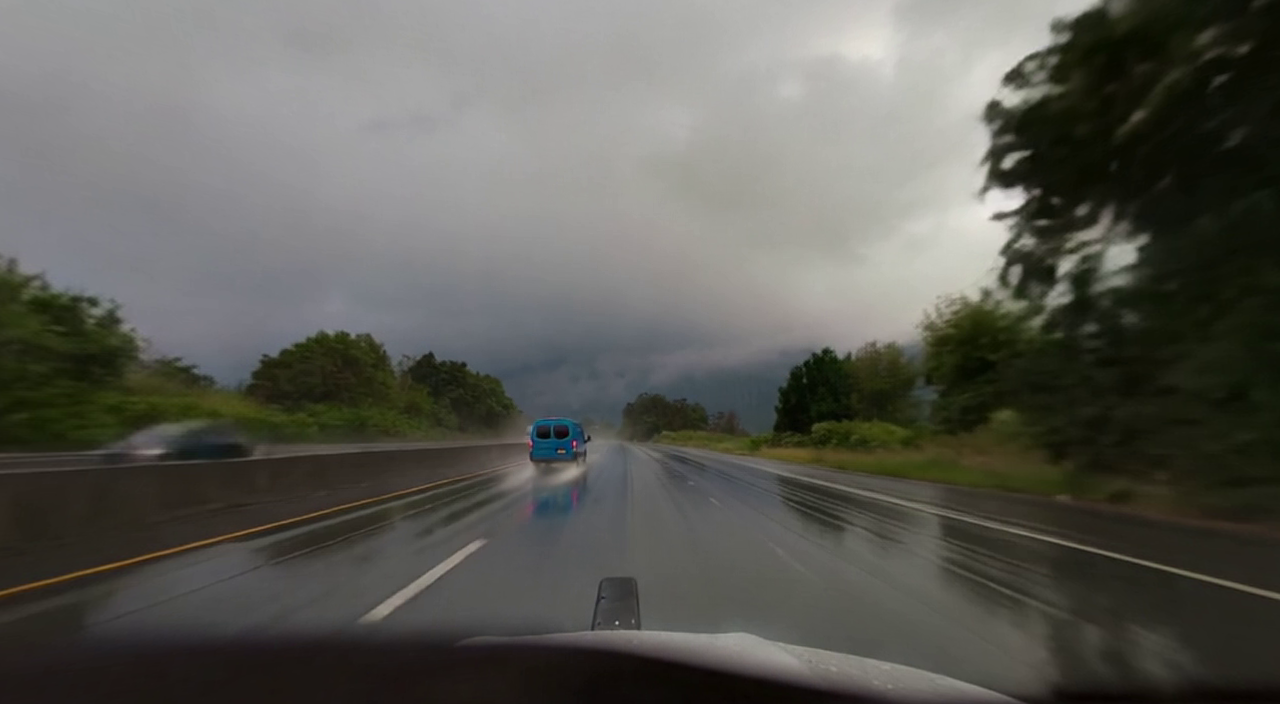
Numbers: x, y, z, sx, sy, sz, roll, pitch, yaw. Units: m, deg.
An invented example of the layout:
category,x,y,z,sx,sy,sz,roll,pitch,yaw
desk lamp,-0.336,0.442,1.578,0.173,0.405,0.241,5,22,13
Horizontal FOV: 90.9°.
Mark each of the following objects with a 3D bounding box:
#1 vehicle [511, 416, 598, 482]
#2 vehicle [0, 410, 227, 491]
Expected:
category,x,y,z,sx,sy,sz,roll,pitch,yaw
vehicle,-2.780,3.275,21.633,2.297,2.011,4.736,0,-8,0
vehicle,-12.274,2.212,14.676,2.128,1.573,4.641,0,-7,0
